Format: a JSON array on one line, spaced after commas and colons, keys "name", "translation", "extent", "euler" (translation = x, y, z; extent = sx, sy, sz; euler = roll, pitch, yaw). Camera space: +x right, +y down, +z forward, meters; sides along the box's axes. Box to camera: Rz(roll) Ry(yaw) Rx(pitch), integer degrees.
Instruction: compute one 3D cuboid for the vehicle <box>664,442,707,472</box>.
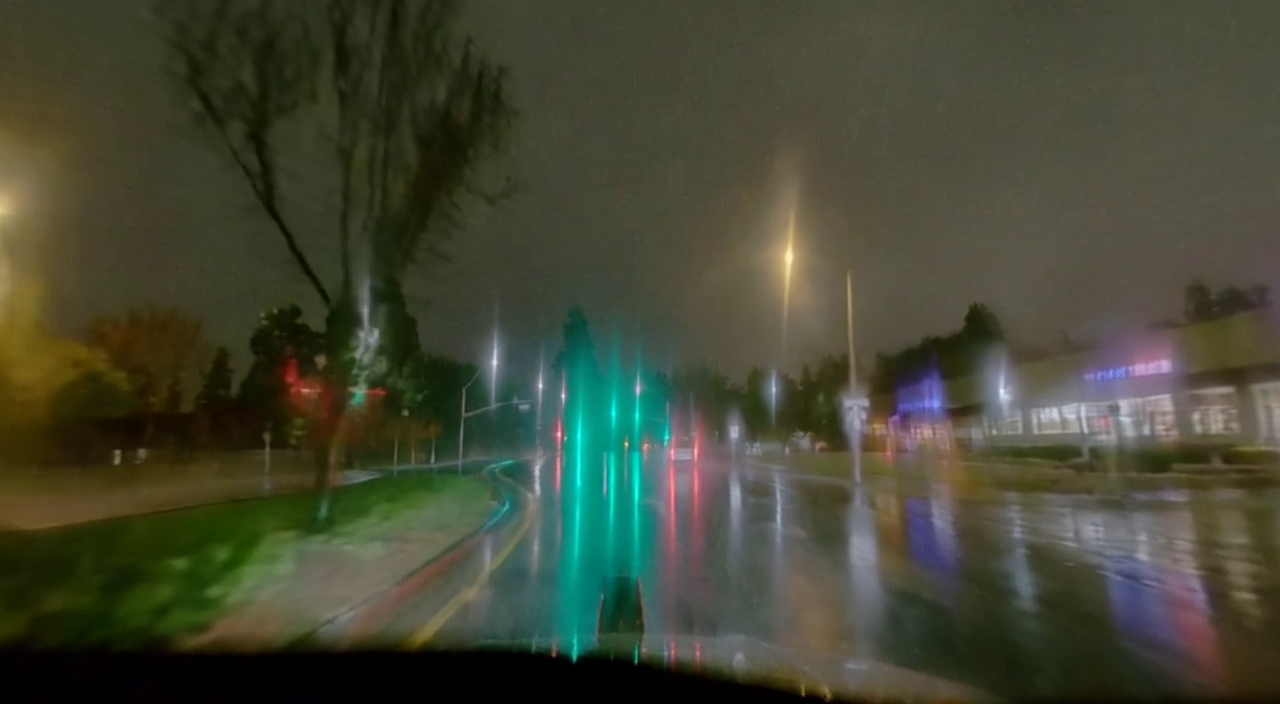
[{"name": "vehicle", "translation": [2.485, 5.847, 35.502], "extent": [1.961, 1.580, 4.020], "euler": [0, -8, -2]}]
